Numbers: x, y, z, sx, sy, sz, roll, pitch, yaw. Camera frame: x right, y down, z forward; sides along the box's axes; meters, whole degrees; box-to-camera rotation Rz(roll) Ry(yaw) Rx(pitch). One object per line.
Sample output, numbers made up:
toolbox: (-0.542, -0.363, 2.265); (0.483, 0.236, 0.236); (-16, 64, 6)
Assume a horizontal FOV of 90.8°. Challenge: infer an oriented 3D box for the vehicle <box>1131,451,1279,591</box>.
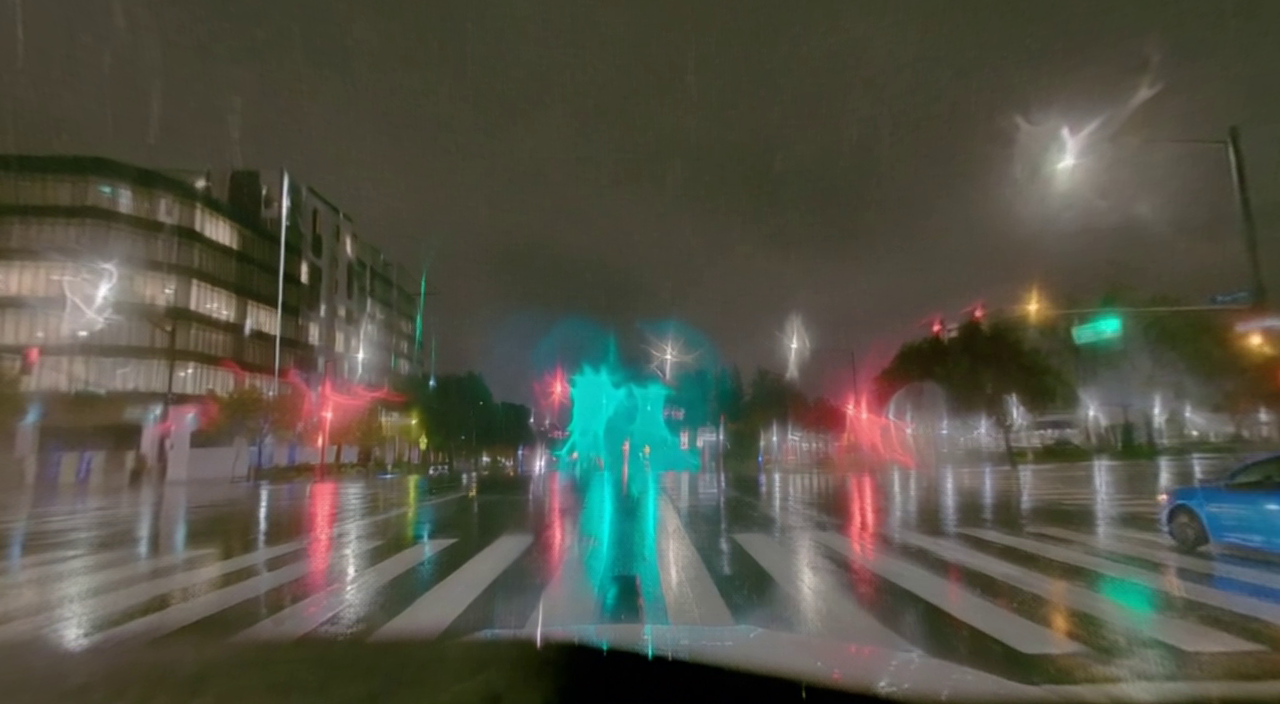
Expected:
vehicle: (7.606, 1.744, 6.410); (1.935, 1.421, 4.716); (-1, -9, 8)
